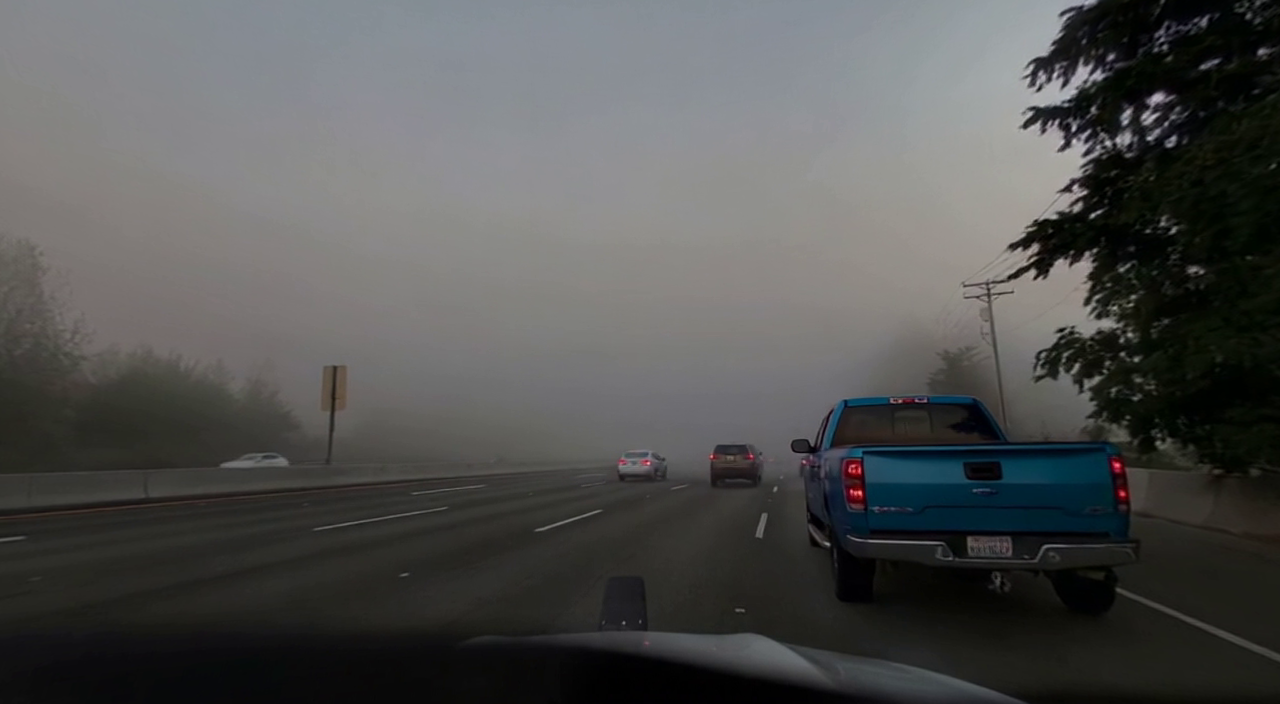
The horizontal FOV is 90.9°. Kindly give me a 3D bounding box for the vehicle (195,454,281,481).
[{"bbox_3d":[-25.146,7.204,39.639,1.916,1.539,4.328,-2,-9,13],"label":"vehicle"}]

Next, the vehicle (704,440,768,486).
[{"bbox_3d":[3.974,4.432,25.600,2.080,1.682,4.150,-2,-9,14],"label":"vehicle"}]

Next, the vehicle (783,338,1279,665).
[{"bbox_3d":[3.423,1.471,7.761,3.024,2.092,6.797,-2,-9,14],"label":"vehicle"}]

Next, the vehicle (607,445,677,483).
[{"bbox_3d":[0.197,4.865,27.714,2.119,1.478,4.644,-2,-8,13],"label":"vehicle"}]
